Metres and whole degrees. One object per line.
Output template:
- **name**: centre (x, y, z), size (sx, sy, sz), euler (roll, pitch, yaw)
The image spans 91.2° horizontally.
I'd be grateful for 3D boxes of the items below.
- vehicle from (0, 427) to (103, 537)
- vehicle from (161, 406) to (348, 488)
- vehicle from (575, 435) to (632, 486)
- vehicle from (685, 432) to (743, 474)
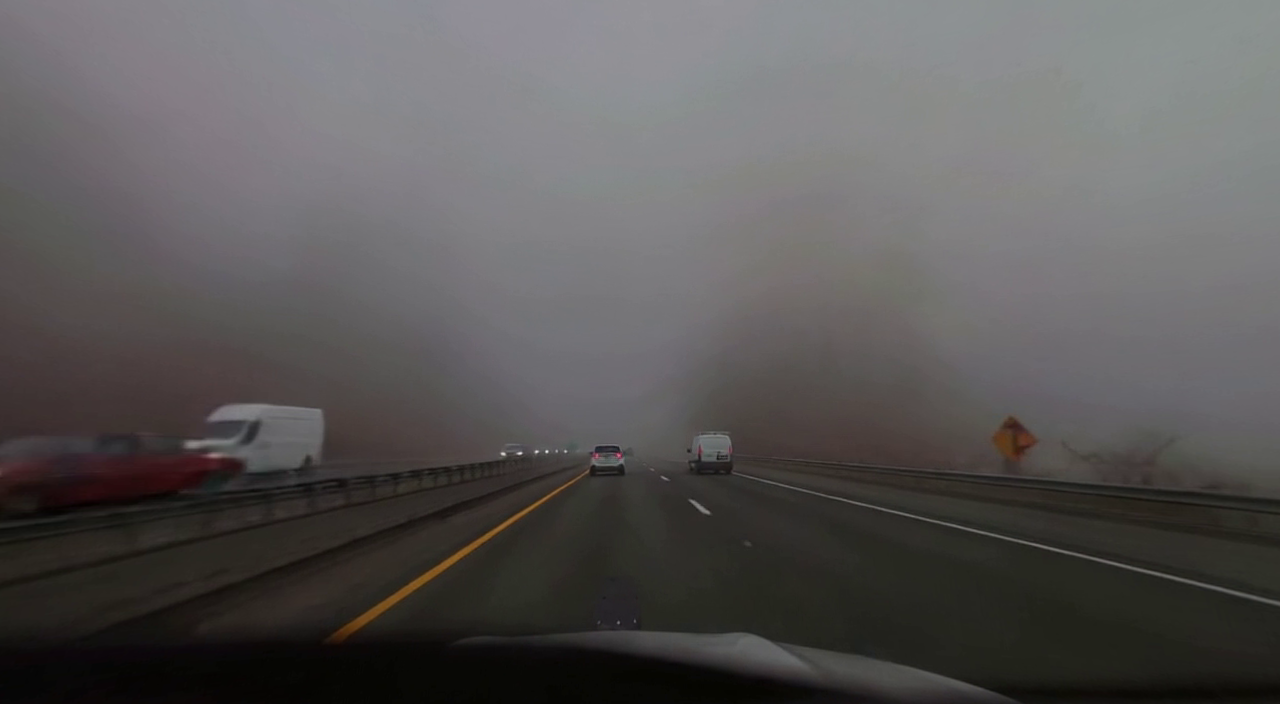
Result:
- **vehicle**: centre (-9.976, 1.722, 8.106), size (1.932, 1.530, 4.684), euler (0, -9, -1)
- **vehicle**: centre (-14.162, 3.627, 23.907), size (2.732, 2.600, 7.051), euler (0, -9, -1)
- **vehicle**: centre (-1.319, 4.085, 23.851), size (1.963, 1.711, 4.284), euler (0, -9, -1)
- **vehicle**: centre (3.612, 5.074, 31.529), size (2.179, 1.930, 4.538), euler (0, -9, -2)
